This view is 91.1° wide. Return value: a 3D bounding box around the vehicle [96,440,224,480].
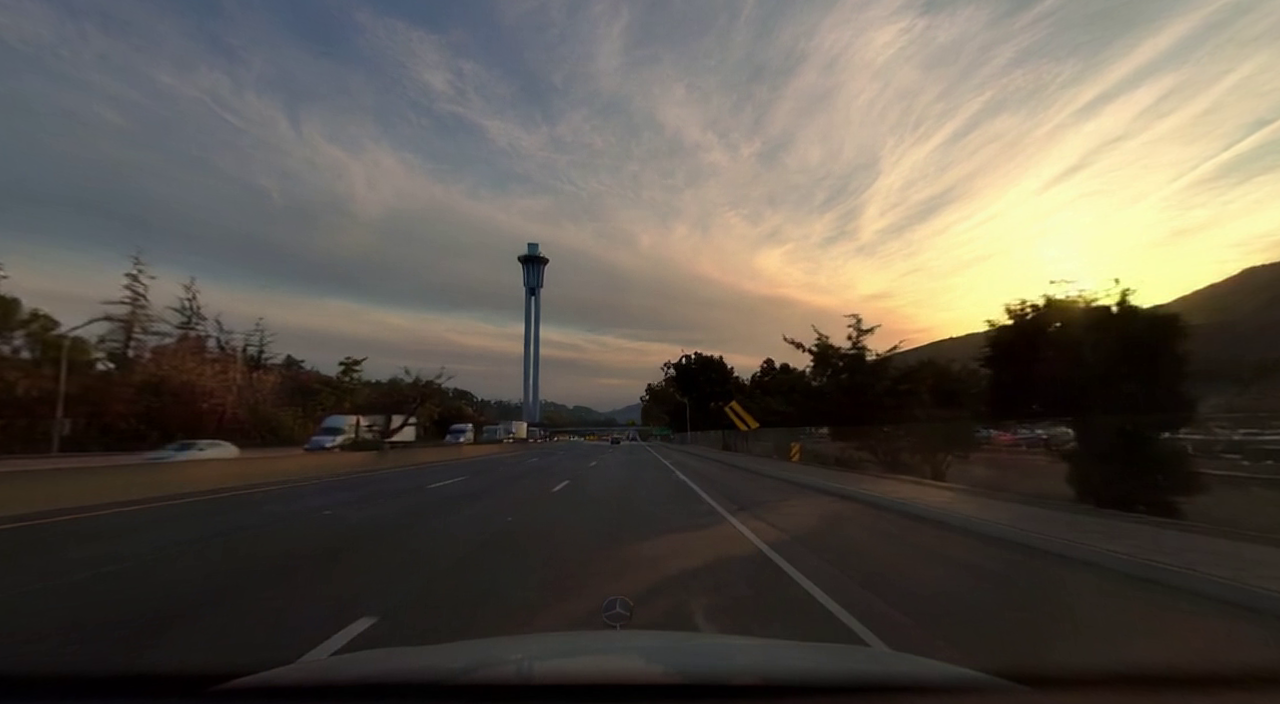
[{"bbox_3d":[-20.583,4.613,27.255,1.903,1.517,4.590,0,-8,0],"label":"vehicle"}]
